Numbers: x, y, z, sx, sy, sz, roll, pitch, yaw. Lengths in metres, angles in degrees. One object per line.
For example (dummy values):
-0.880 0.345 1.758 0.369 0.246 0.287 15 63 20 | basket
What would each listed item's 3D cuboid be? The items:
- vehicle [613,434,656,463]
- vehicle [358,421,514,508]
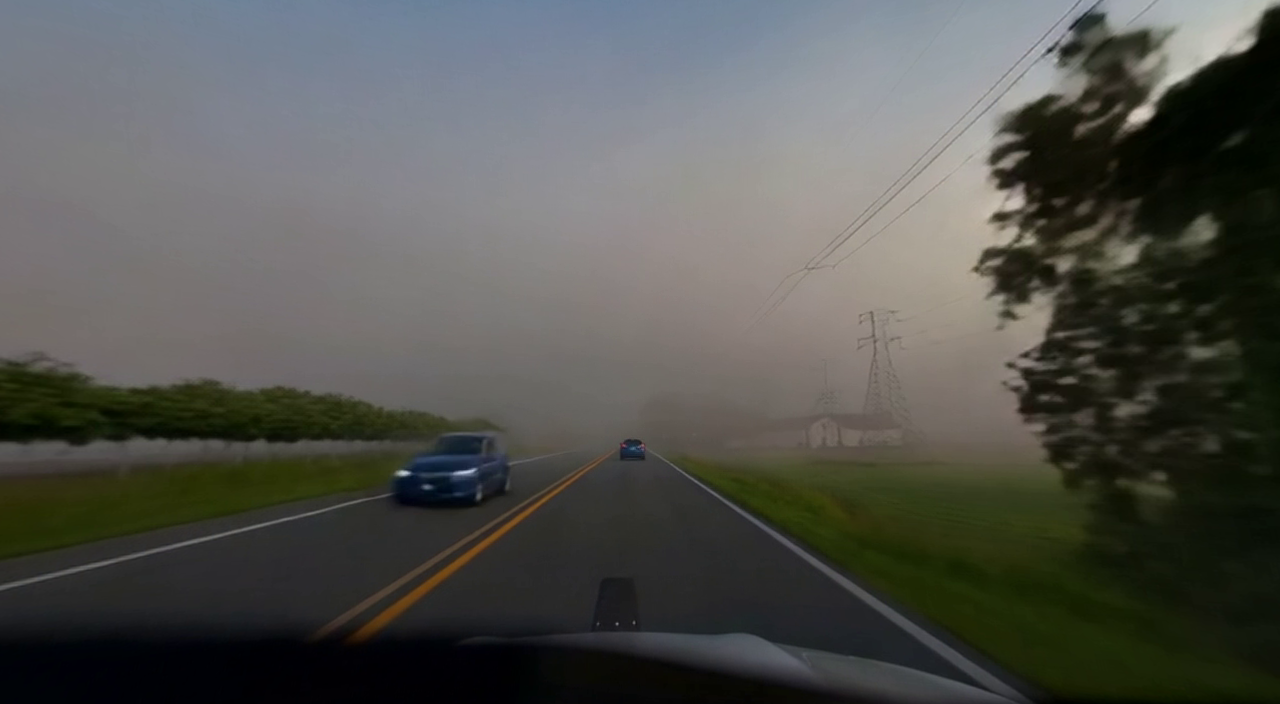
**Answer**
-0.298 5.249 34.578 2.241 1.471 3.829 0 -8 -1 | vehicle
-4.126 2.326 13.552 2.079 1.591 3.951 0 -8 -1 | vehicle
